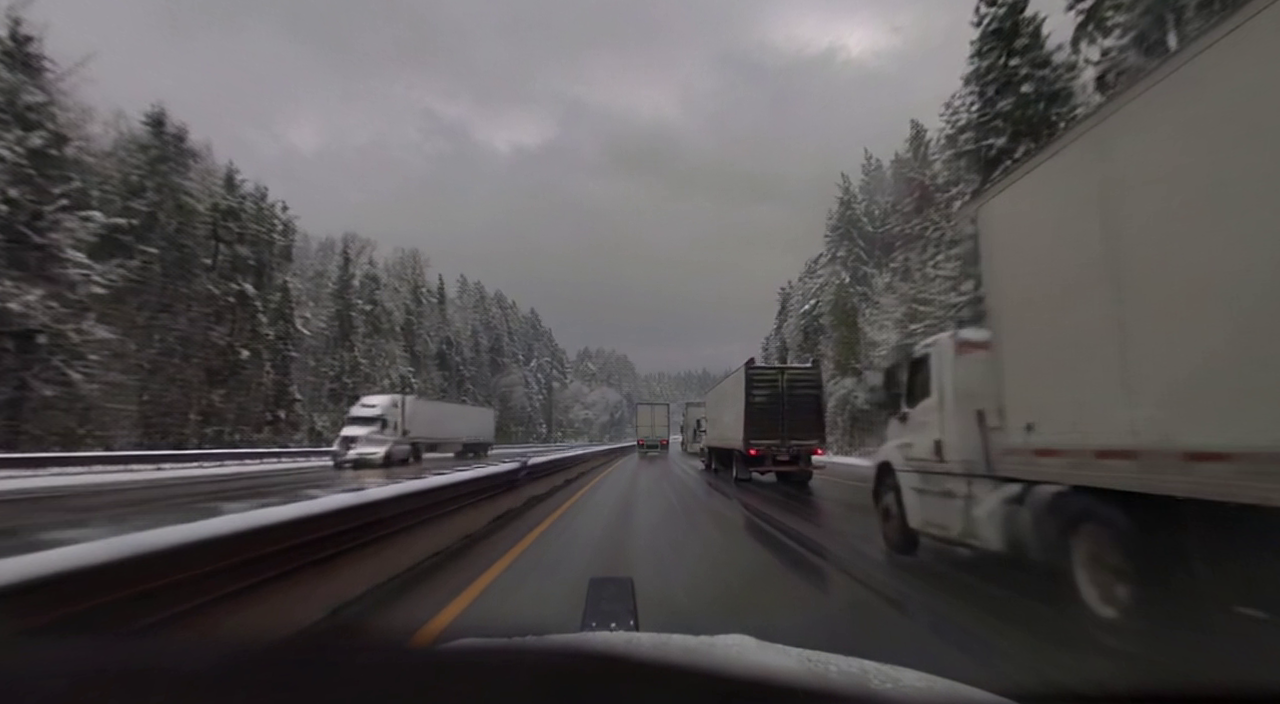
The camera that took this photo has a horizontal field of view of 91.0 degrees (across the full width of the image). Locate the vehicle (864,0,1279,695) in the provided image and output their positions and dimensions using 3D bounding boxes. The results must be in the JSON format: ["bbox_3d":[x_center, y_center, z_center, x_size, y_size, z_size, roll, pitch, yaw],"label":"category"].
[{"bbox_3d":[4.857,-0.104,3.960,2.948,3.968,10.119,0,-8,-1],"label":"vehicle"}]

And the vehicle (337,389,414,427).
[{"bbox_3d":[-13.062,2.854,31.370,1.938,1.642,4.195,0,-8,1],"label":"vehicle"}]

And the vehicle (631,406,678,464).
[{"bbox_3d":[0.831,5.232,39.400,2.644,3.247,7.454,0,-8,0],"label":"vehicle"}]

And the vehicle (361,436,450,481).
[{"bbox_3d":[-8.334,3.802,22.729,1.857,1.465,3.651,0,-8,-1],"label":"vehicle"}]

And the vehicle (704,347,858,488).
[{"bbox_3d":[4.826,2.885,25.527,2.851,4.077,14.289,0,-8,0],"label":"vehicle"}]
